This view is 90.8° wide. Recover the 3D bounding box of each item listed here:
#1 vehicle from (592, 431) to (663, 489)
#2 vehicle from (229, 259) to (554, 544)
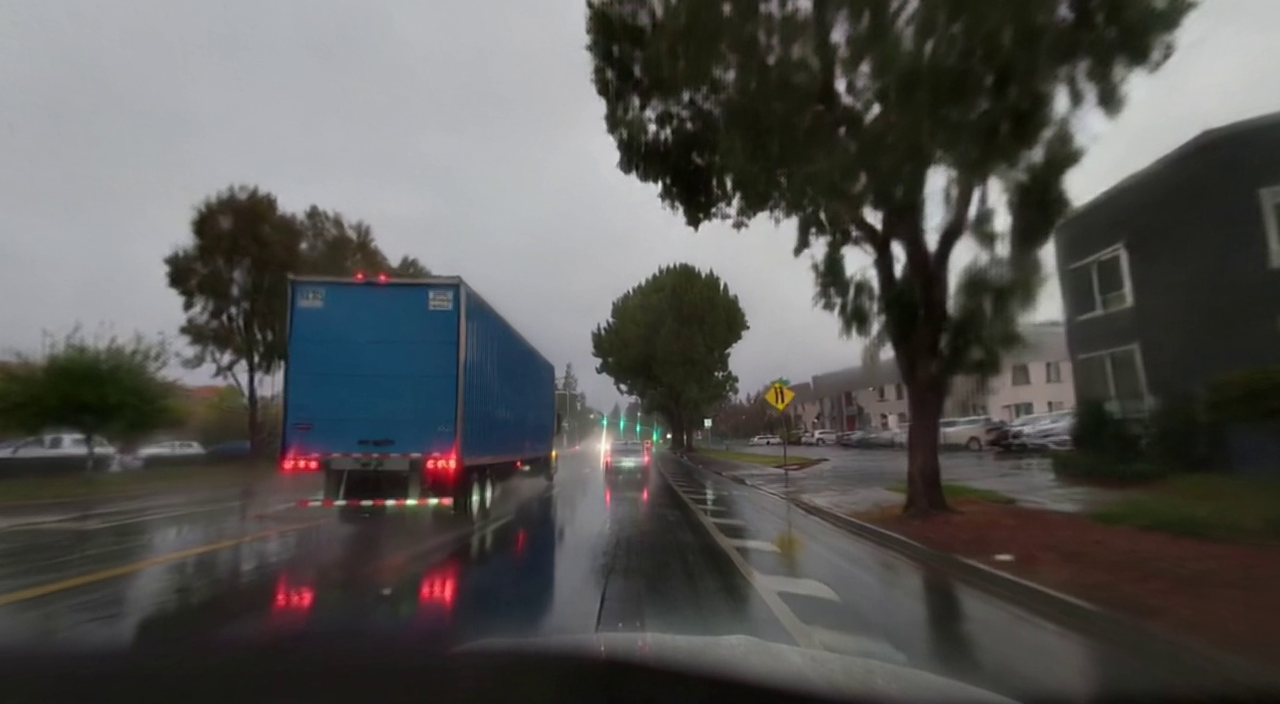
[{"bbox_3d":[-0.411,3.470,20.572,2.094,1.682,3.866,0,-9,-1],"label":"vehicle"},{"bbox_3d":[-4.037,1.384,13.826,2.996,3.902,10.410,0,-9,-1],"label":"vehicle"}]
